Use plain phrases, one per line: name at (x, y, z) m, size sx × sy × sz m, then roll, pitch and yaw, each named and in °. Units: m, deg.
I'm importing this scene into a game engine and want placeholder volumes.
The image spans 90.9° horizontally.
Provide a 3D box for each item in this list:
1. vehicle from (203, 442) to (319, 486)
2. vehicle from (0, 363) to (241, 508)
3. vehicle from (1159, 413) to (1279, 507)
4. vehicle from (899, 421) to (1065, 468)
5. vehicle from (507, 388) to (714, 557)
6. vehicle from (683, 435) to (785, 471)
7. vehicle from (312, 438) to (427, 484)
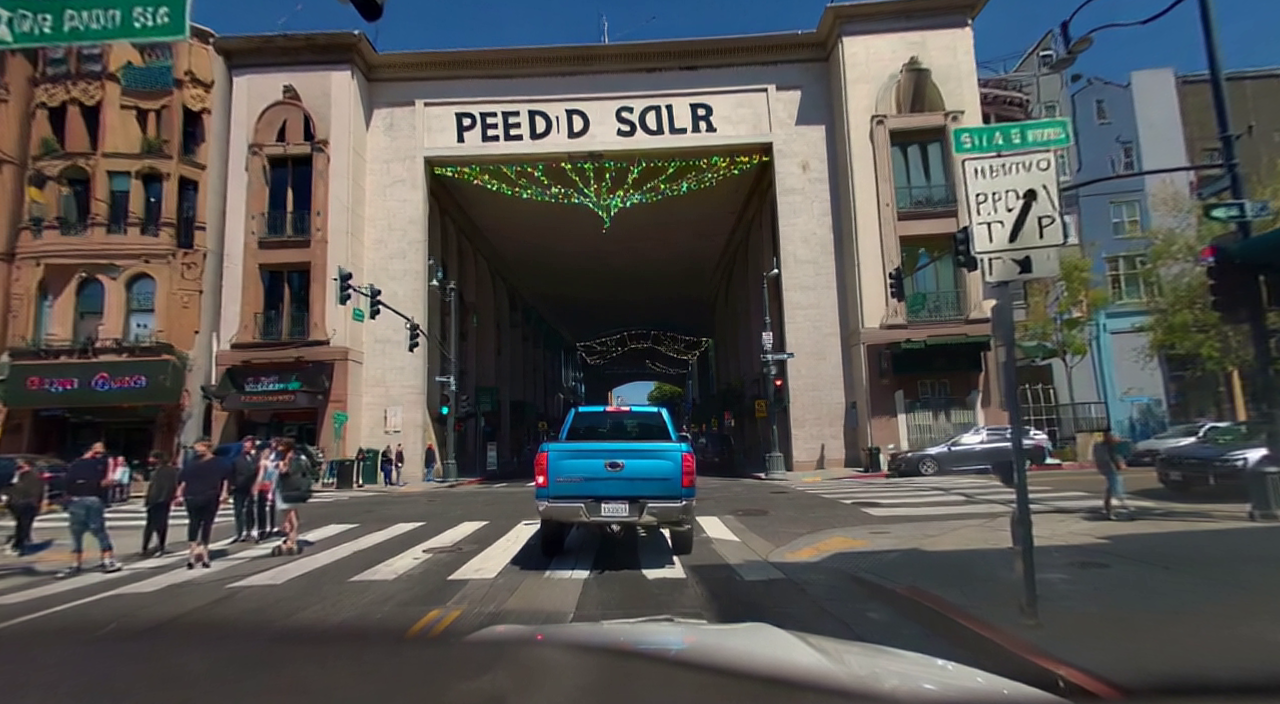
vehicle at (-18.599, 5.500, 31.091) m, size 4.398 × 2.057 × 1.959 m, roll 0°, pitch -8°, yaw -2°
vehicle at (-22.088, 2.907, 22.061) m, size 13.729 × 4.662 × 3.300 m, roll 0°, pitch -8°, yaw 0°
vehicle at (13.049, 1.995, 12.085) m, size 4.082 × 1.613 × 2.211 m, roll -3°, pitch -12°, yaw 0°
vehicle at (11.634, 3.176, 21.668) m, size 4.600 × 1.506 × 1.878 m, roll 0°, pitch -8°, yaw -2°
vehicle at (-0.511, 1.856, 10.441) m, size 2.477 × 2.020 × 5.534 m, roll 0°, pitch -8°, yaw -4°
vehicle at (4.299, 4.691, 29.420) m, size 4.515 × 1.583 × 1.920 m, roll -1°, pitch -8°, yaw 3°
vehicle at (-13.205, 5.312, 30.967) m, size 4.799 × 1.909 × 2.011 m, roll -3°, pitch -7°, yaw 2°
